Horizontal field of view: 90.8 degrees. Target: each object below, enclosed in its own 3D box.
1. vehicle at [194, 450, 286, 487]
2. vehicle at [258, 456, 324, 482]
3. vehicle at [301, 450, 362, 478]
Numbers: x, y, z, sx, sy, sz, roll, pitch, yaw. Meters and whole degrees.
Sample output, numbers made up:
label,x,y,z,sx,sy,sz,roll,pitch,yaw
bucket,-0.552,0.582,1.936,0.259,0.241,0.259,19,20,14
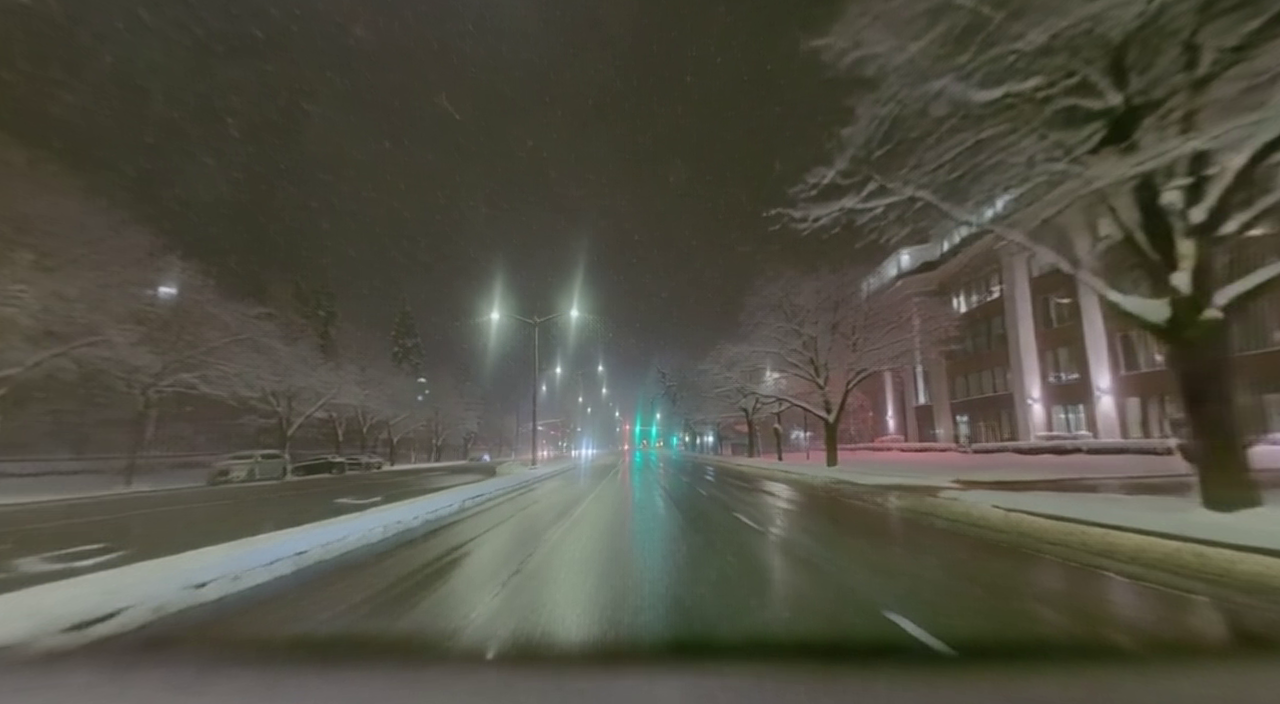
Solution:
label,x,y,z,sx,sy,sz,roll,pitch,yaw
vehicle,-21.963,6.376,34.979,1.922,1.821,4.729,0,-8,1
vehicle,-22.022,7.355,40.078,1.897,1.462,4.278,0,-8,-2
vehicle,-22.222,8.061,45.721,2.043,1.816,4.776,0,-8,-1
